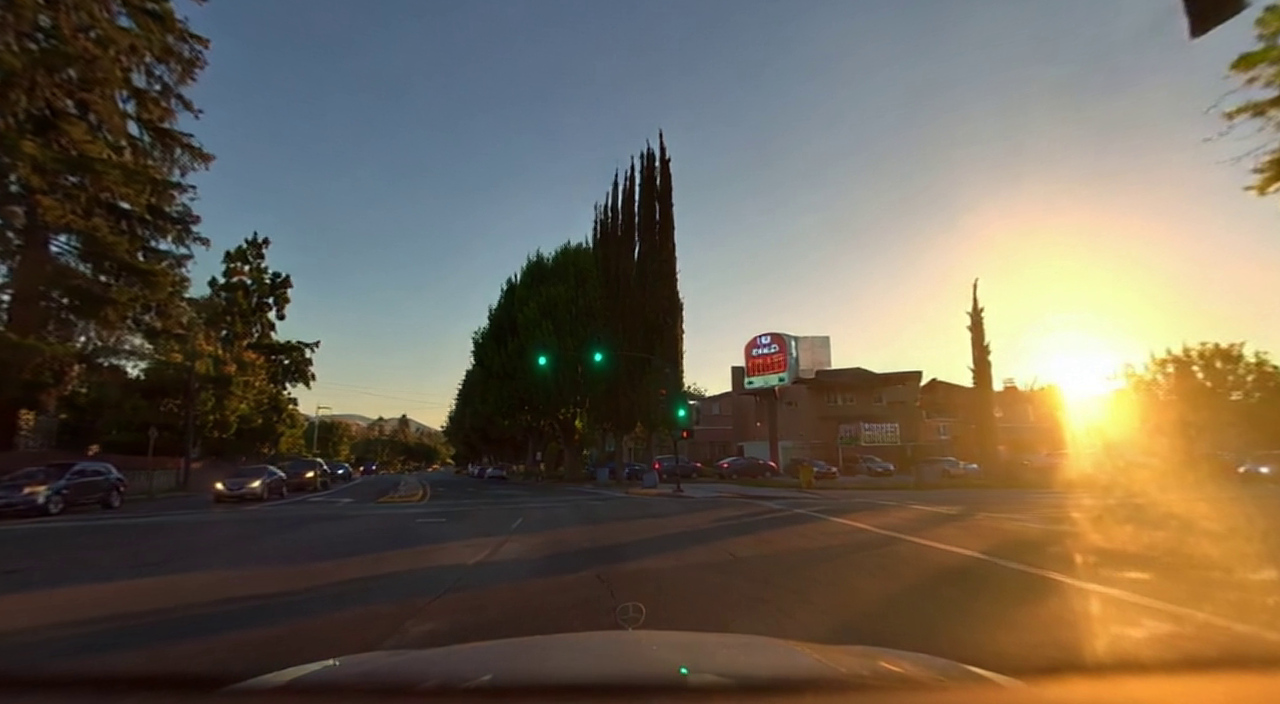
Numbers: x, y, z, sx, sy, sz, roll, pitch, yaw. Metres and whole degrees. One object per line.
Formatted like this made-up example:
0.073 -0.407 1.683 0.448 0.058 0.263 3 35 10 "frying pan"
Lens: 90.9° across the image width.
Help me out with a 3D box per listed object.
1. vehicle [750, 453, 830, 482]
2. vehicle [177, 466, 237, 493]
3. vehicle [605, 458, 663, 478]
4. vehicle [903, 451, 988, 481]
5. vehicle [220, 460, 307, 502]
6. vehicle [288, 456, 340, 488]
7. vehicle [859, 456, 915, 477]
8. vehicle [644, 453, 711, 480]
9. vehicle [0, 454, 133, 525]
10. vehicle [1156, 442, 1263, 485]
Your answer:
9.303 7.123 39.082 4.375 1.685 2.045 3 -9 -20 "vehicle"
-28.000 8.252 40.896 1.842 1.474 4.712 3 -9 -18 "vehicle"
-0.477 9.119 49.603 4.257 1.474 1.751 4 -10 -27 "vehicle"
18.490 6.862 38.144 4.530 1.696 1.979 3 -9 -22 "vehicle"
-15.915 5.432 26.929 1.961 1.492 4.702 2 -9 -16 "vehicle"
-20.747 7.618 40.343 2.049 1.817 5.292 3 -9 -18 "vehicle"
18.735 8.673 47.730 4.324 1.437 1.865 6 -11 -35 "vehicle"
2.699 8.120 44.996 4.669 1.770 1.896 6 -11 -37 "vehicle"
-17.717 3.978 18.748 2.124 1.793 4.709 2 -9 -13 "vehicle"
26.935 5.208 29.790 4.781 1.849 2.355 5 -10 -32 "vehicle"
